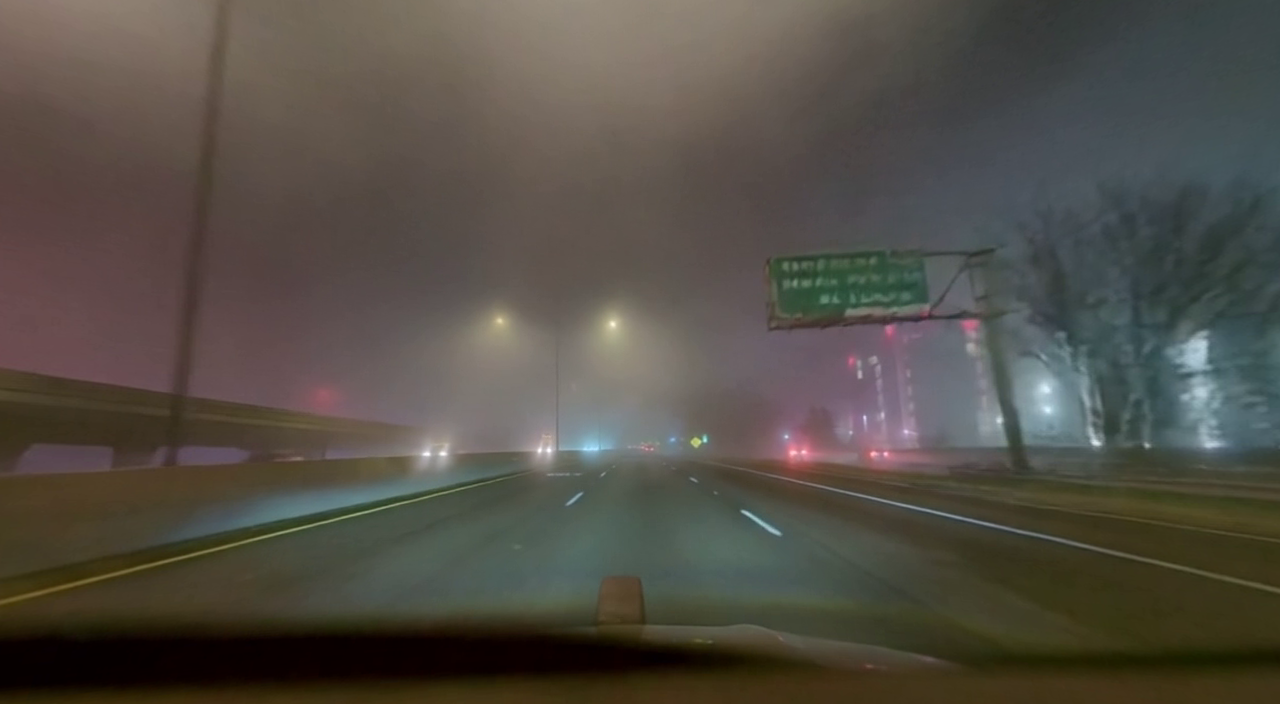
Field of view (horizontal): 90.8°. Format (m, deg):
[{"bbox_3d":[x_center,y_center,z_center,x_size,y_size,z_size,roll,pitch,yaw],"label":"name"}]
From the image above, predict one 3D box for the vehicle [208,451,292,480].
[{"bbox_3d":[-20.916,6.091,34.111,2.085,1.461,3.811,0,-9,0],"label":"vehicle"}]
